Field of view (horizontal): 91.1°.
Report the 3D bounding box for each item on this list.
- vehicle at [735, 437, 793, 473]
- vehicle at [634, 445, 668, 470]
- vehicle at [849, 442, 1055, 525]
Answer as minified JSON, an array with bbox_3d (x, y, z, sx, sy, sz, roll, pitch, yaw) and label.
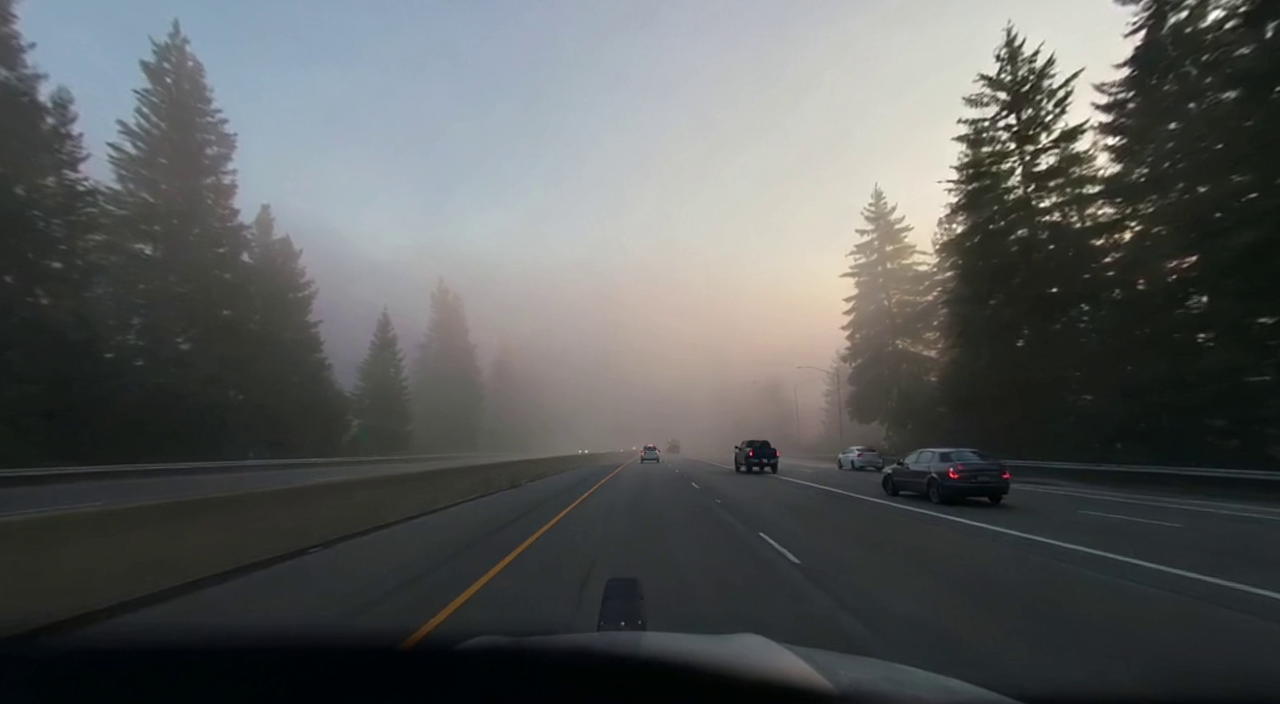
[{"bbox_3d":[7.244,6.064,37.284,2.206,1.902,5.460,0,-8,-1],"label":"vehicle"},{"bbox_3d":[0.656,6.573,39.424,2.052,1.472,4.295,0,-8,0],"label":"vehicle"},{"bbox_3d":[6.394,2.706,13.656,1.904,1.453,4.789,0,-8,-2],"label":"vehicle"}]
